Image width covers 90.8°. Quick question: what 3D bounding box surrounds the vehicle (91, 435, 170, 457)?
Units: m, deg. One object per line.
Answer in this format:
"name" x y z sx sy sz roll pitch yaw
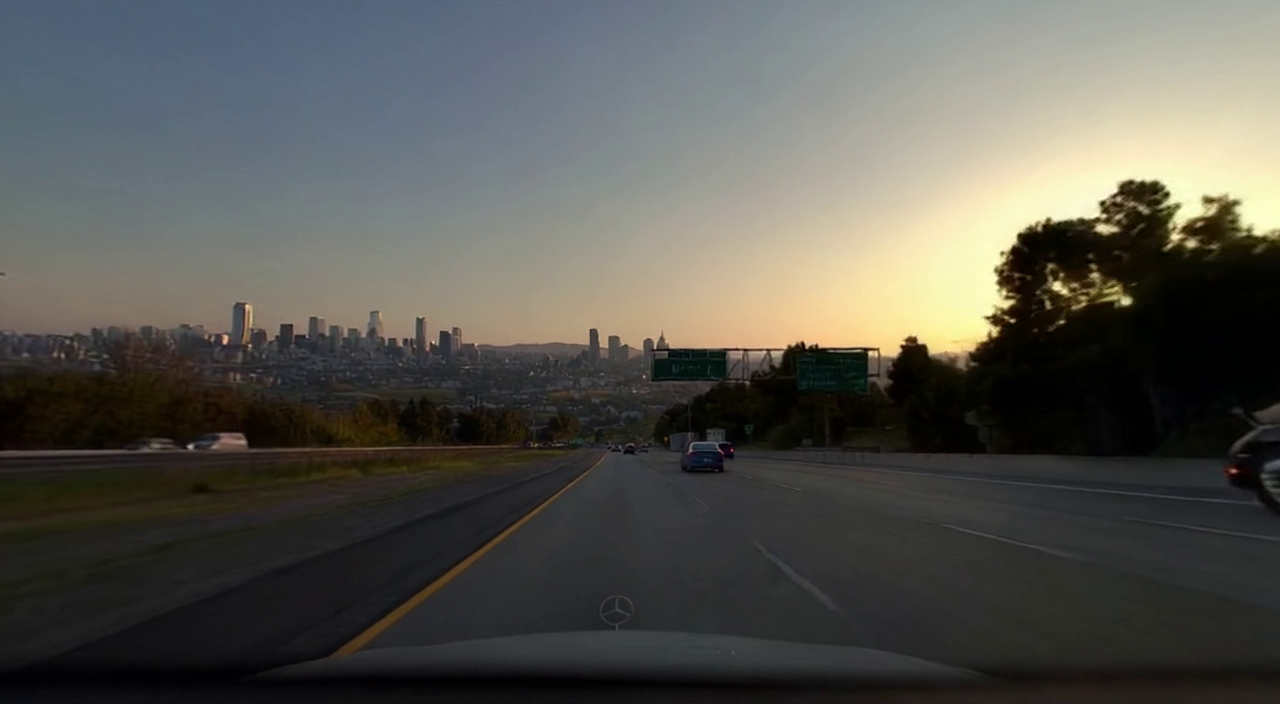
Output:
"vehicle" -39.706 7.359 49.383 1.961 1.569 5.189 0 -8 -2

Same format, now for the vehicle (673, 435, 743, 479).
"vehicle" 2.826 4.510 27.330 2.305 1.729 4.526 0 -8 -3
